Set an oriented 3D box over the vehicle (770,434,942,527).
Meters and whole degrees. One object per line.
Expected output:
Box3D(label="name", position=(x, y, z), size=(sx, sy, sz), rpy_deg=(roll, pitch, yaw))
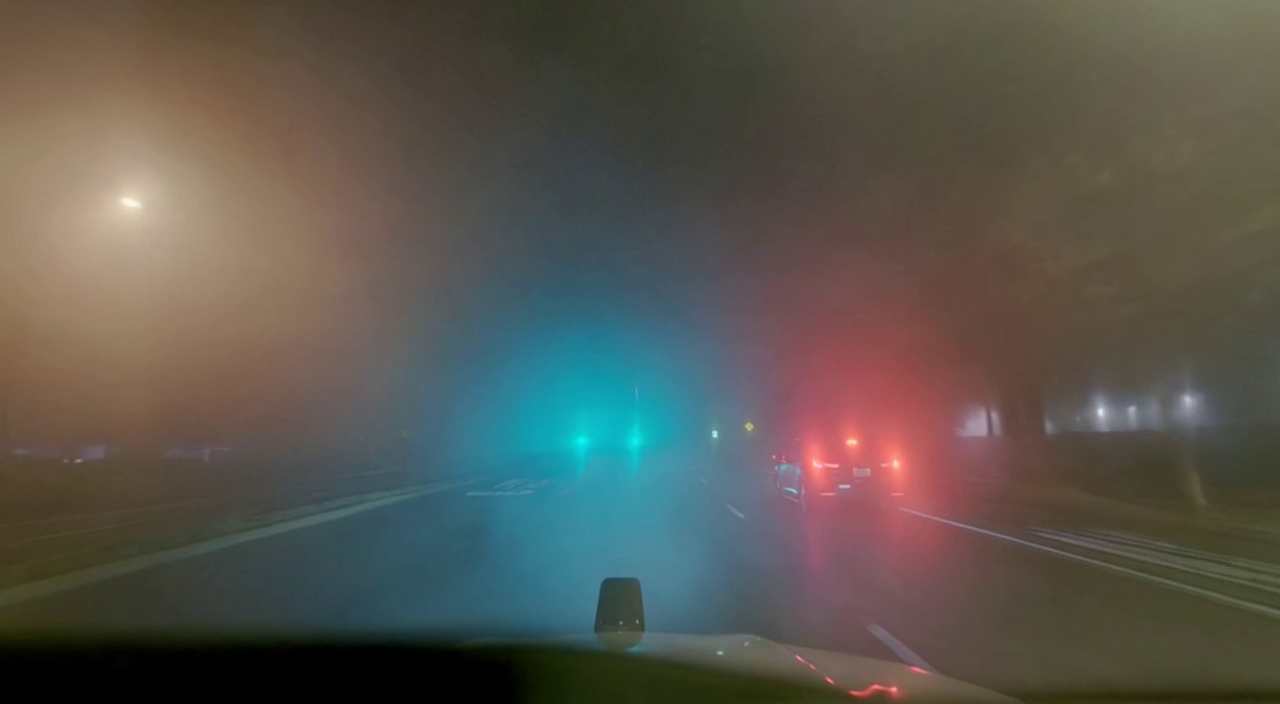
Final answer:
Box3D(label="vehicle", position=(3.860, 2.350, 12.120), size=(1.852, 1.453, 4.083), rpy_deg=(0, -9, 0))
